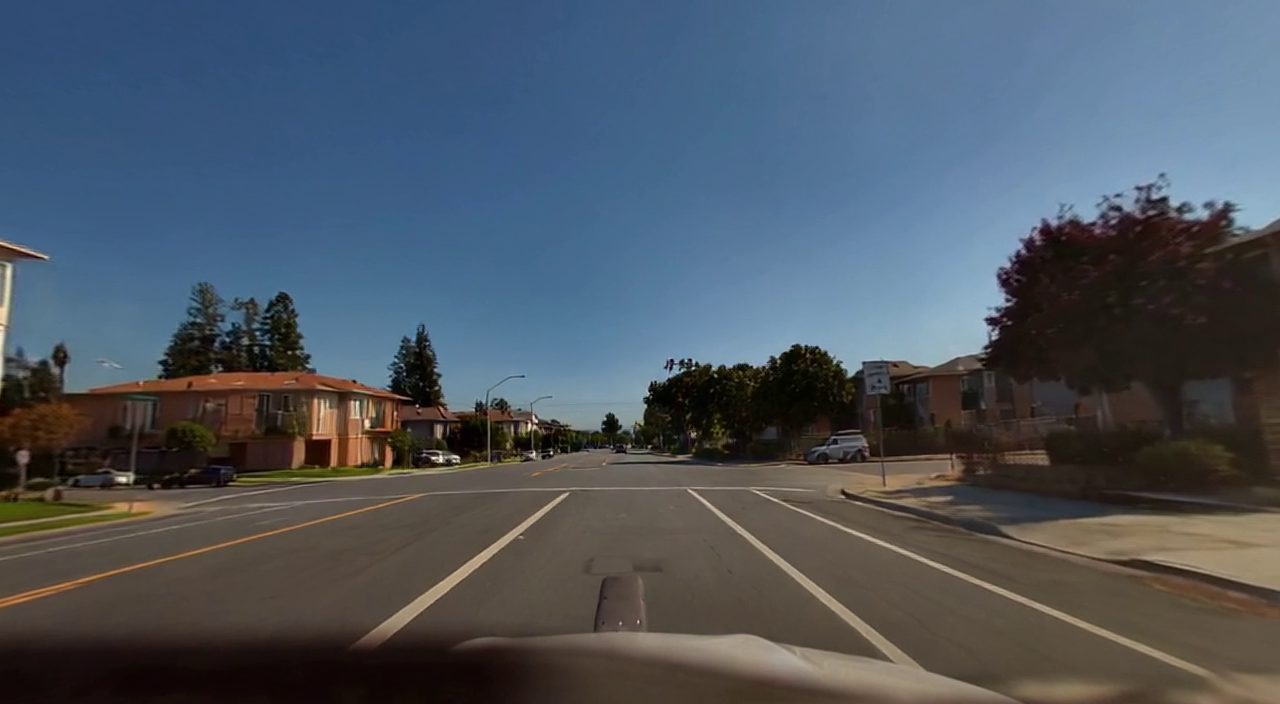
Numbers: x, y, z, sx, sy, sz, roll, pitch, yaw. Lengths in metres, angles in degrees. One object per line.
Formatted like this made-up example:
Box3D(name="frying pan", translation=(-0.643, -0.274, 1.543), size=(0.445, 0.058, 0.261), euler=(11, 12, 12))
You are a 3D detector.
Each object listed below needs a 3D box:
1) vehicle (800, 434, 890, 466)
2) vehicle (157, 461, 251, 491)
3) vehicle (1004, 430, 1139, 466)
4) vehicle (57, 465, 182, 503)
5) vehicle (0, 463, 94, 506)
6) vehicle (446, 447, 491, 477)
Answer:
Box3D(name="vehicle", translation=(11.672, 5.605, 36.161), size=(4.406, 1.738, 2.020), euler=(0, -8, 0))
Box3D(name="vehicle", translation=(-25.801, 7.323, 37.493), size=(4.185, 1.550, 1.937), euler=(-1, -6, 3))
Box3D(name="vehicle", translation=(18.645, 4.144, 27.473), size=(4.400, 1.442, 1.970), euler=(0, -7, 2))
Box3D(name="vehicle", translation=(-22.409, 5.682, 27.310), size=(3.687, 1.465, 1.855), euler=(0, -8, -1))
Box3D(name="vehicle", translation=(-26.946, 5.706, 27.344), size=(4.711, 1.671, 2.035), euler=(0, -8, 0))
Box3D(name="vehicle", translation=(-12.636, 8.077, 46.728), size=(1.949, 1.855, 4.599), euler=(-4, -7, 1))
